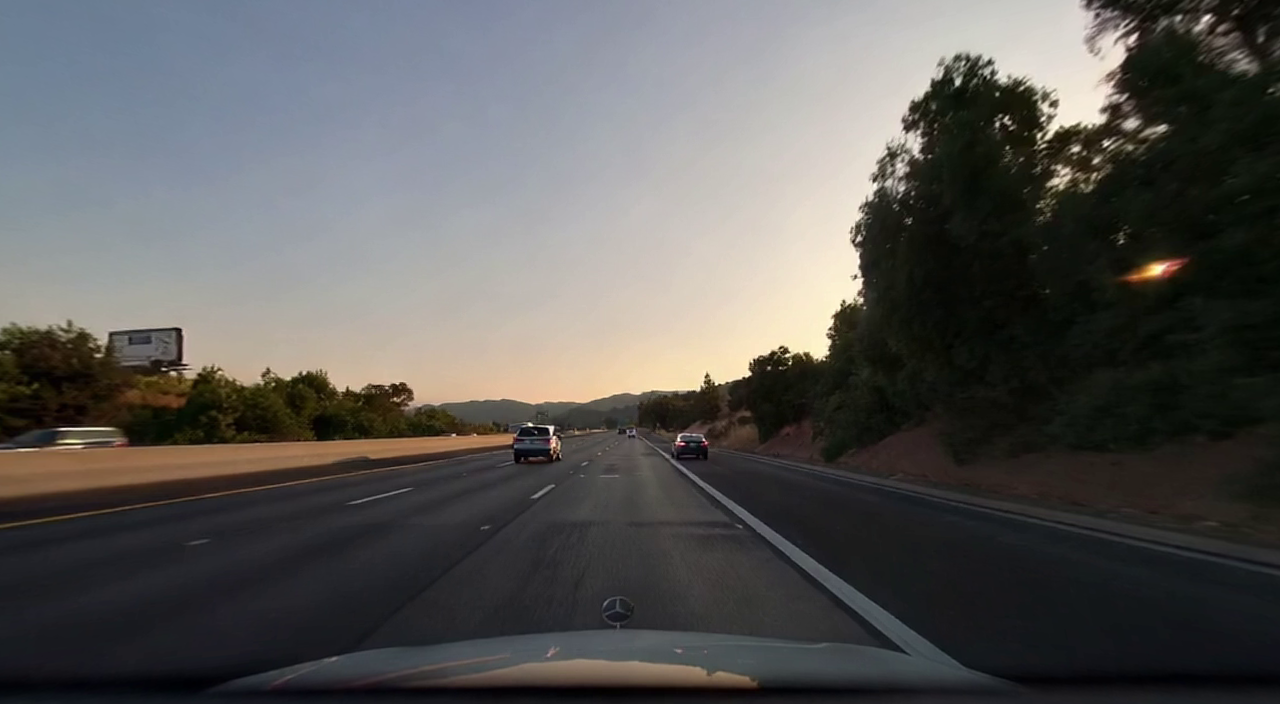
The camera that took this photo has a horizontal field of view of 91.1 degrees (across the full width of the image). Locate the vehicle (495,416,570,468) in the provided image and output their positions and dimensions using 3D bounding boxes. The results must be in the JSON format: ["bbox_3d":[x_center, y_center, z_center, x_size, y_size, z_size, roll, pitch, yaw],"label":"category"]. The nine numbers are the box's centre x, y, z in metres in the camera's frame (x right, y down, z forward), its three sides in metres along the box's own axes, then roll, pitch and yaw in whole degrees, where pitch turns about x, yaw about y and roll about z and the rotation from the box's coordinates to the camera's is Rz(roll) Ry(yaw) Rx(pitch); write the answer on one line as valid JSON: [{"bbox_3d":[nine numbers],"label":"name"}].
[{"bbox_3d":[-4.286,3.700,25.992,2.251,1.938,4.708,0,-8,0],"label":"vehicle"}]

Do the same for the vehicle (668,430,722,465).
[{"bbox_3d":[2.439,4.354,28.836,1.948,1.470,3.913,0,-8,-3],"label":"vehicle"}]
